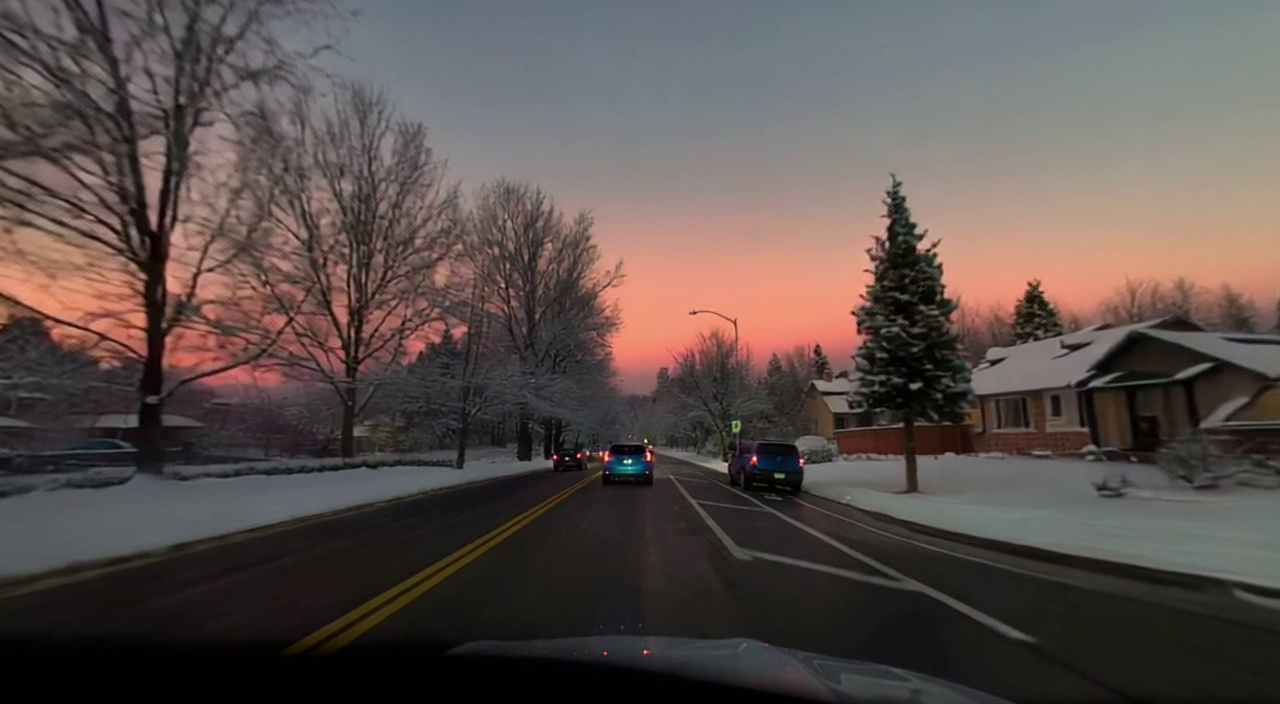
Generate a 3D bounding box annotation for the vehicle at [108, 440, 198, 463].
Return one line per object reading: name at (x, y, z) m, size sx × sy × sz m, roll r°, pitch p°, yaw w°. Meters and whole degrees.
vehicle at (-32.307, 6.621, 41.725) m, size 4.497 × 1.418 × 1.783 m, roll 1°, pitch -9°, yaw 2°

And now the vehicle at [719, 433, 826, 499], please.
vehicle at (3.927, 3.464, 19.492) m, size 2.332 × 1.769 × 4.518 m, roll 0°, pitch -8°, yaw 0°

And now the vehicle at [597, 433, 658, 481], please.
vehicle at (-0.477, 4.177, 25.145) m, size 2.220 × 1.742 × 4.047 m, roll 0°, pitch -8°, yaw 0°

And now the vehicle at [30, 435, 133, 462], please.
vehicle at (-33.482, 5.791, 37.735) m, size 4.271 × 1.581 × 1.919 m, roll 0°, pitch -8°, yaw -1°

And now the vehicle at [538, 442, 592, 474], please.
vehicle at (-3.570, 5.128, 30.654) m, size 2.032 × 1.433 × 4.458 m, roll 0°, pitch -8°, yaw 1°
